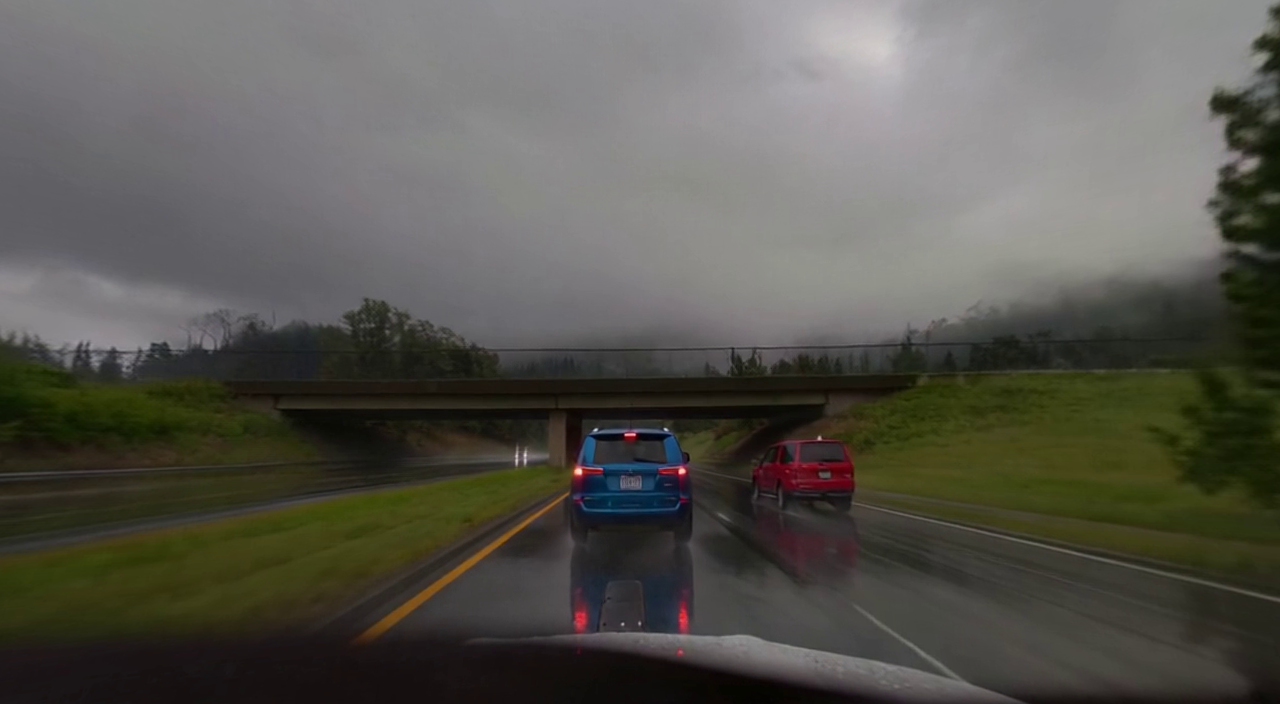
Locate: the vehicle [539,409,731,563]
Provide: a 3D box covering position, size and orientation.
[{"bbox_3d":[-0.069,1.929,9.669,2.288,1.823,4.059,0,-9,0],"label":"vehicle"}]

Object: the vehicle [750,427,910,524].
[{"bbox_3d":[3.923,2.650,14.031,2.043,1.767,4.620,0,-9,-1],"label":"vehicle"}]
